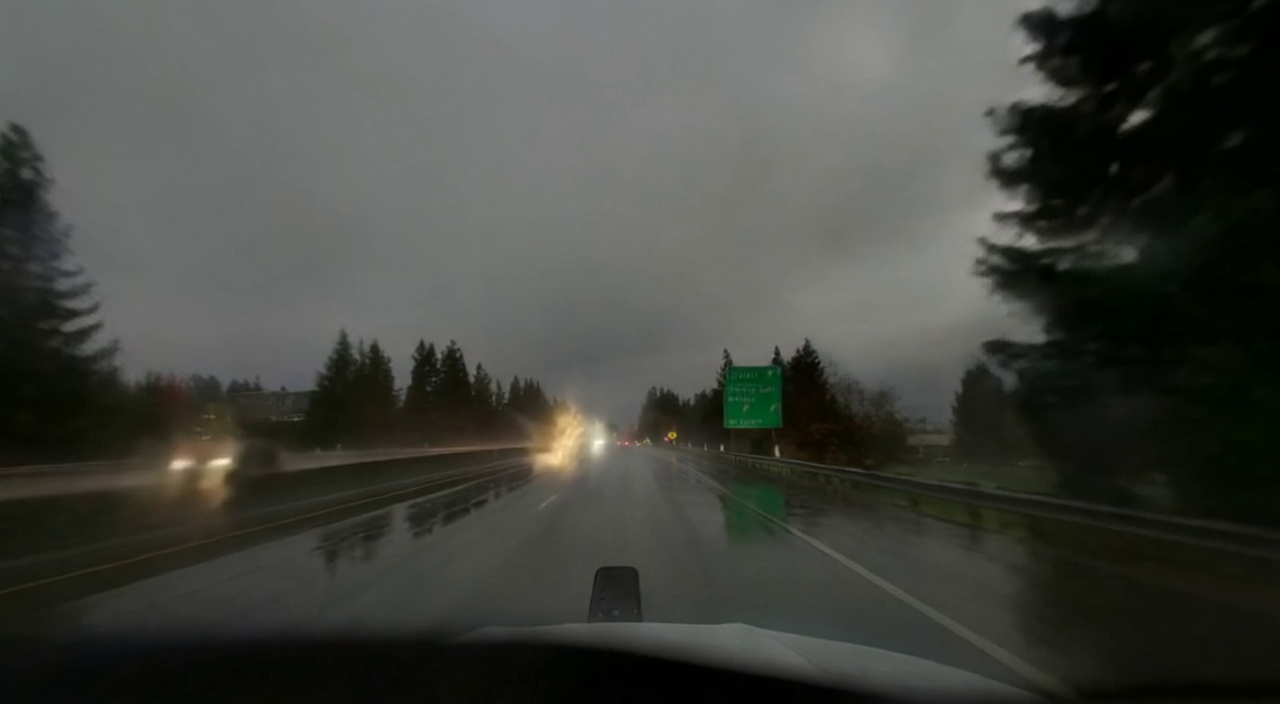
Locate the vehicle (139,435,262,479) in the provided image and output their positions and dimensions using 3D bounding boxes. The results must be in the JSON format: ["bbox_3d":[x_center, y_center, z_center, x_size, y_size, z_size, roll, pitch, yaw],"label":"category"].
[{"bbox_3d":[-16.549,3.931,24.007,1.736,1.495,4.113,0,-8,-1],"label":"vehicle"}]
